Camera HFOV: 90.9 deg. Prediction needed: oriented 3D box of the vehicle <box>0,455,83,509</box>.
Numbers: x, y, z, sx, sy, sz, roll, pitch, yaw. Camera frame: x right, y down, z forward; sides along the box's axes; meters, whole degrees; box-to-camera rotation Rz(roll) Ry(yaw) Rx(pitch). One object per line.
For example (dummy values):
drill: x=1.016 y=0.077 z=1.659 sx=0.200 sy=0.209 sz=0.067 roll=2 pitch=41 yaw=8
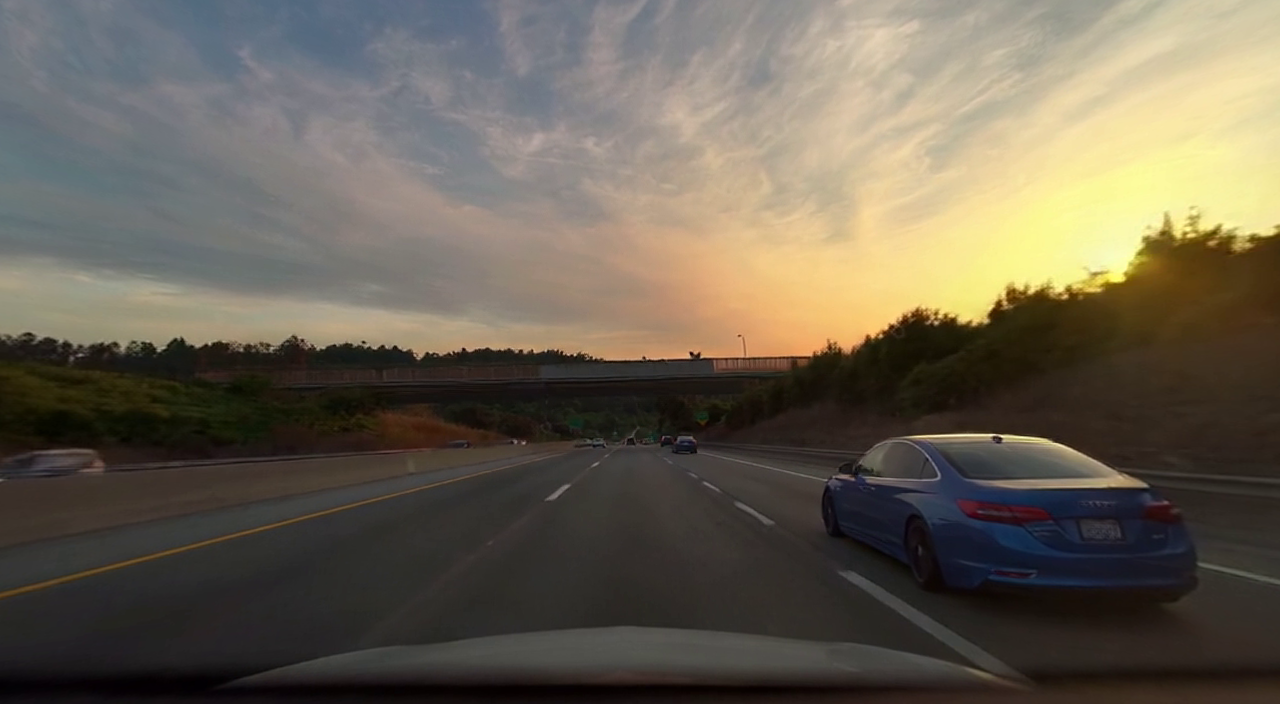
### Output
vehicle: x=-20.996 y=4.283 z=20.923 sx=1.749 sy=1.567 sz=3.519 roll=0 pitch=-8 yaw=-1
